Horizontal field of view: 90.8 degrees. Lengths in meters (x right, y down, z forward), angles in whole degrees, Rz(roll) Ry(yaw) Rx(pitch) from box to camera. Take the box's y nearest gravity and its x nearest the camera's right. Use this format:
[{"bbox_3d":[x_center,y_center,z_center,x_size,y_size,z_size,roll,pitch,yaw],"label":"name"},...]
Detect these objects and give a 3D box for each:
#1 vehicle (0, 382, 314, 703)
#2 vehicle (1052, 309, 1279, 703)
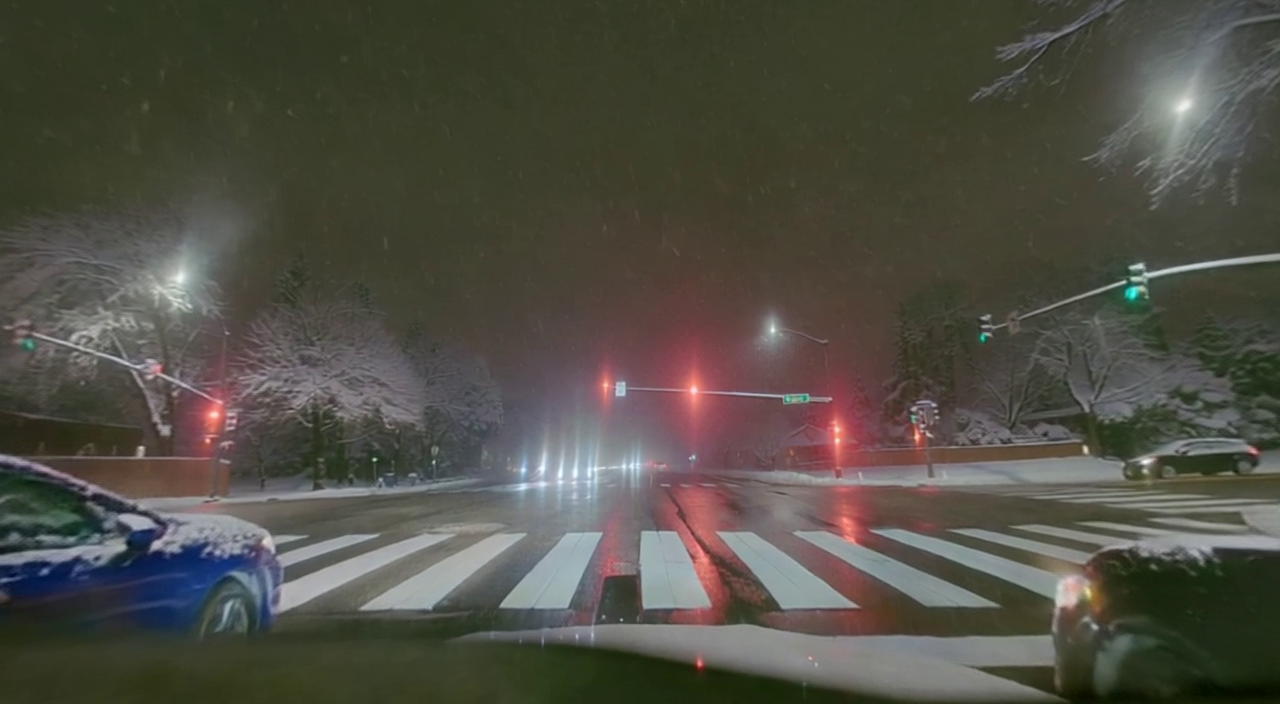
[{"bbox_3d":[-2.995,0.852,1.906,1.969,1.513,3.773,0,-9,0],"label":"vehicle"},{"bbox_3d":[2.873,0.515,0.457,2.099,1.671,4.491,0,-9,0],"label":"vehicle"}]
